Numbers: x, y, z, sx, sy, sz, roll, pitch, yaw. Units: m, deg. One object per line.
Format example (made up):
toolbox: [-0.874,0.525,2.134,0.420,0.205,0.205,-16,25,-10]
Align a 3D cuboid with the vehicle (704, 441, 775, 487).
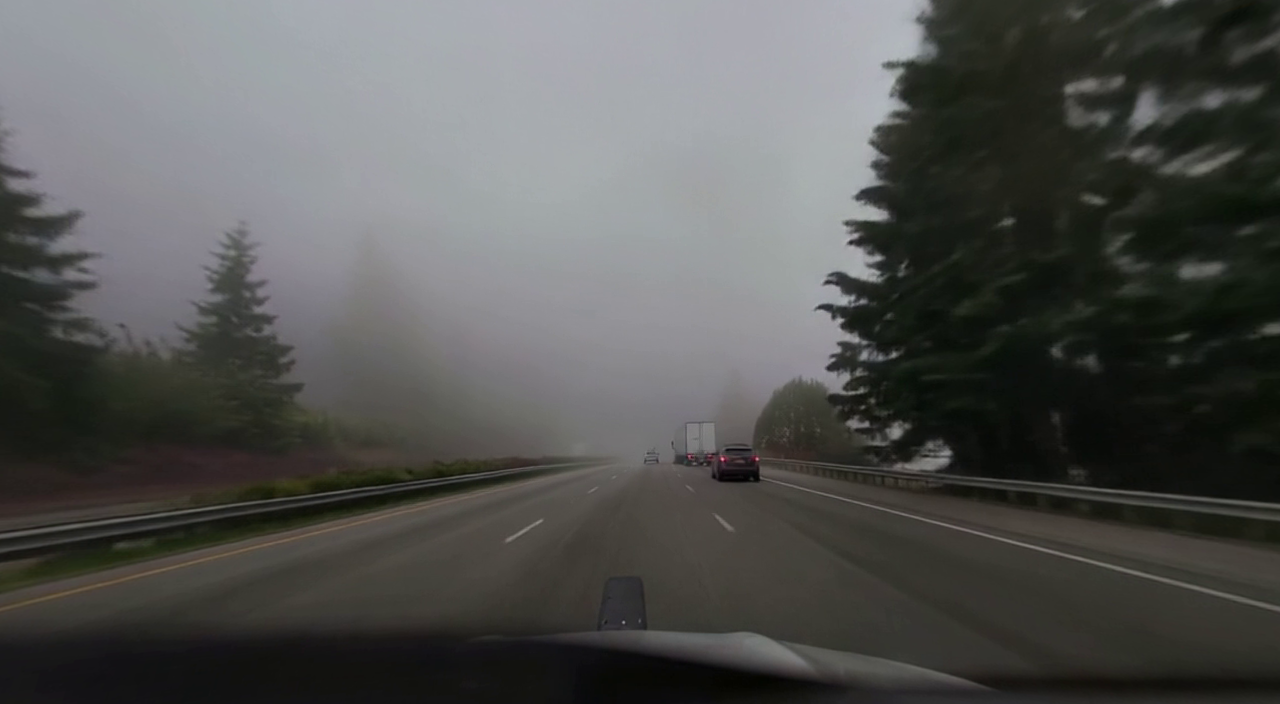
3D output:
vehicle: [3.831,4.403,25.068,2.096,1.653,4.185,0,-9,0]
